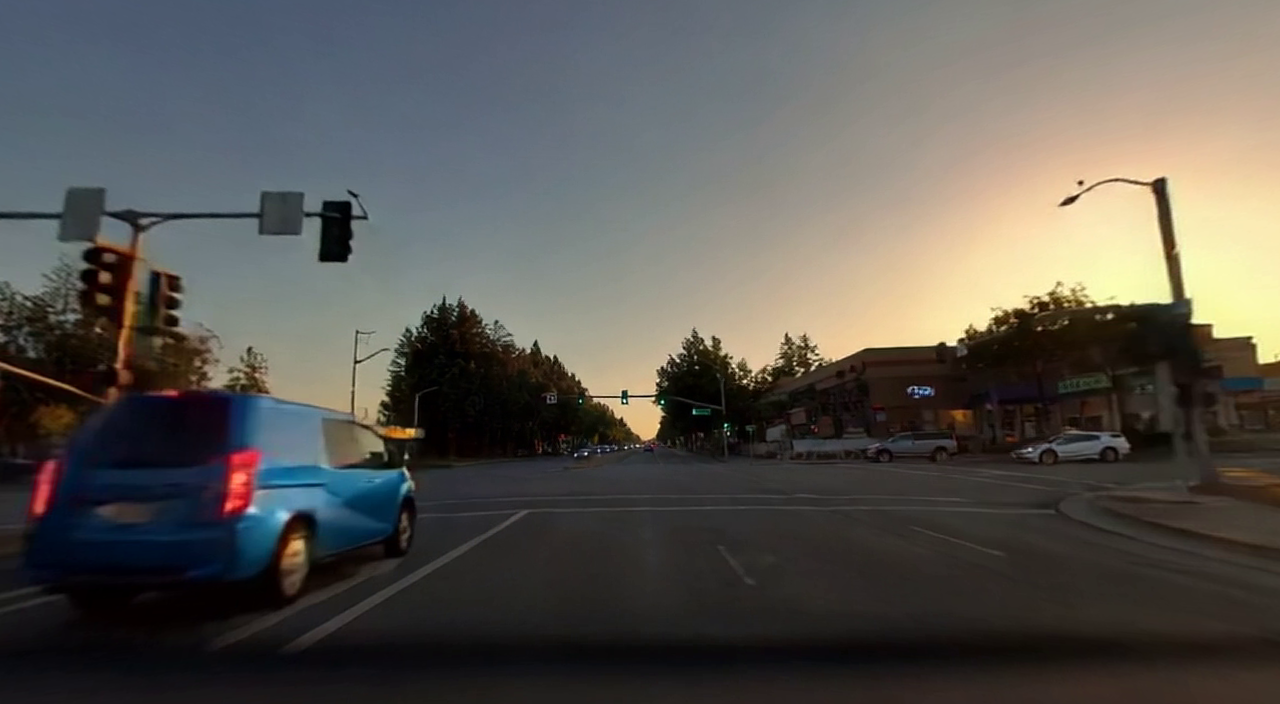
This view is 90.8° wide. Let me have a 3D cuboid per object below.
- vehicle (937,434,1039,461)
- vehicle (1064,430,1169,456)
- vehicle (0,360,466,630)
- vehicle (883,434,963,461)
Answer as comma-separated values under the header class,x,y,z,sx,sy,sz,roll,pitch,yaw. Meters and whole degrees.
class,x,y,z,sx,sy,sz,roll,pitch,yaw
vehicle,19.725,5.442,35.939,4.615,1.474,2.004,0,-8,0
vehicle,28.973,5.537,38.507,4.768,1.525,1.919,0,-8,0
vehicle,-3.851,1.437,7.383,2.206,2.007,5.190,0,-8,-1
vehicle,18.900,6.378,42.257,4.364,1.737,1.967,0,-8,-1
